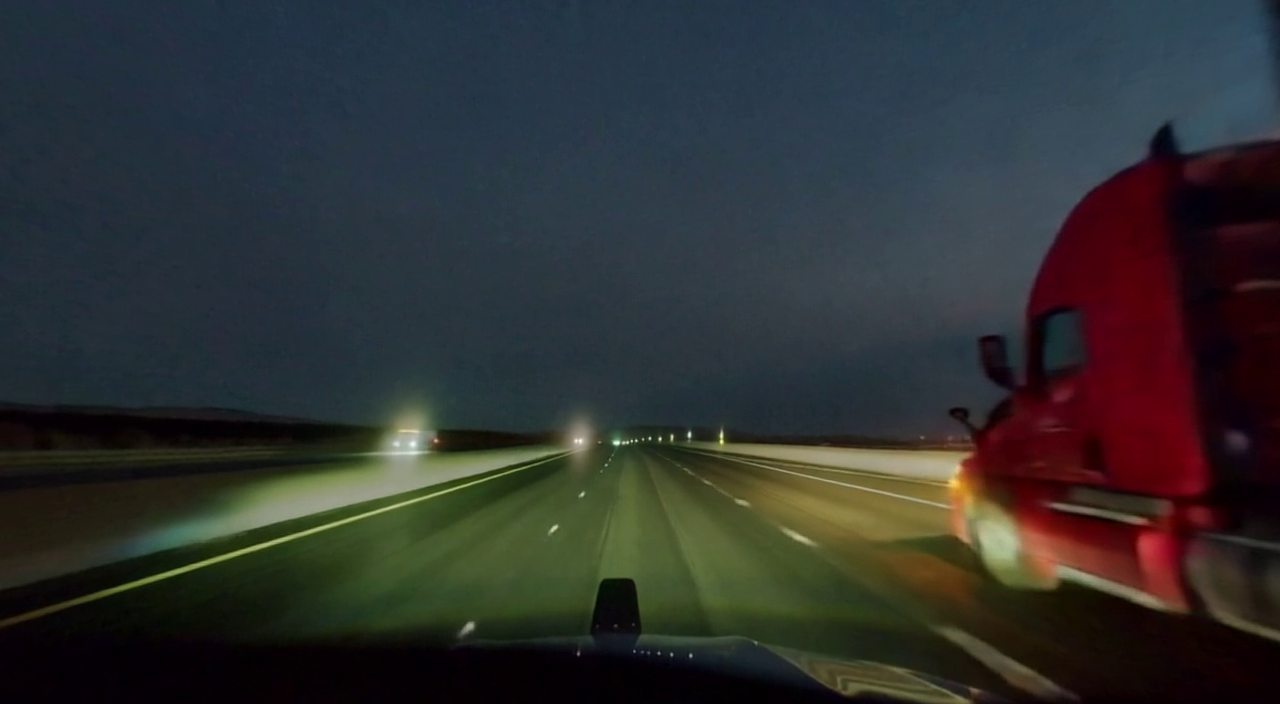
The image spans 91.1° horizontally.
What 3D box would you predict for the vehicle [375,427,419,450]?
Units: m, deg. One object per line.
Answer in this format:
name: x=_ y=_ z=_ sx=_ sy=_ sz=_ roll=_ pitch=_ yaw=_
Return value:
vehicle: x=-19.147 y=6.834 z=49.728 sx=1.803 sy=1.644 sz=4.170 roll=2 pitch=-8 yaw=-1
